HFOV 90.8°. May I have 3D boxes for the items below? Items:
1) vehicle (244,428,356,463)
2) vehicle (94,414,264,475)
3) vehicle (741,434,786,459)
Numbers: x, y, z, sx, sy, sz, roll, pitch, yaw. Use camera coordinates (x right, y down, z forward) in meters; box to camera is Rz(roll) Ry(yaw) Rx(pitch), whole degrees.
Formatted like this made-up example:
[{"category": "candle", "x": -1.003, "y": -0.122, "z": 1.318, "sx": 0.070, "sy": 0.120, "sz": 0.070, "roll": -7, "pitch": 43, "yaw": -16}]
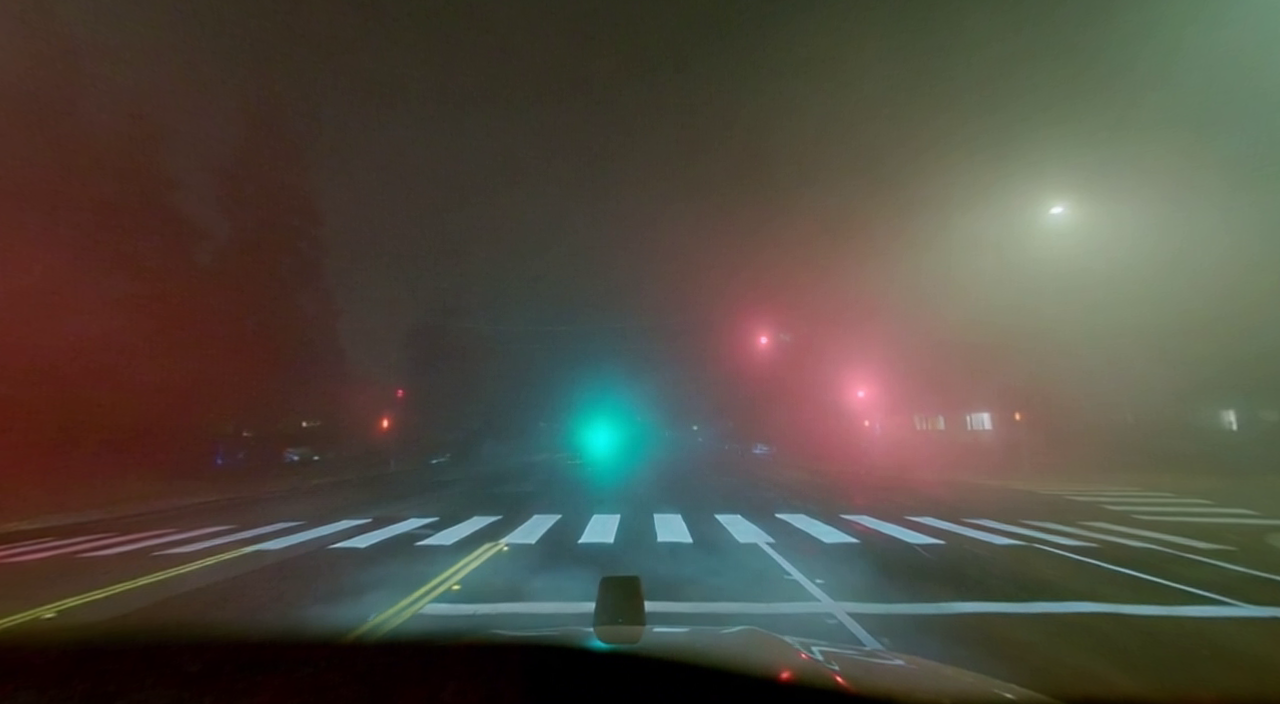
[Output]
[{"category": "vehicle", "x": -17.961, "y": 4.950, "z": 33.496, "sx": 4.743, "sy": 1.734, "sz": 1.994, "roll": 0, "pitch": -9, "yaw": 0}, {"category": "vehicle", "x": -17.939, "y": 3.622, "z": 24.814, "sx": 4.800, "sy": 2.259, "sz": 2.303, "roll": 0, "pitch": -9, "yaw": 0}, {"category": "vehicle", "x": 7.996, "y": 6.167, "z": 41.273, "sx": 2.029, "sy": 1.554, "sz": 4.705, "roll": 0, "pitch": -9, "yaw": 1}]
